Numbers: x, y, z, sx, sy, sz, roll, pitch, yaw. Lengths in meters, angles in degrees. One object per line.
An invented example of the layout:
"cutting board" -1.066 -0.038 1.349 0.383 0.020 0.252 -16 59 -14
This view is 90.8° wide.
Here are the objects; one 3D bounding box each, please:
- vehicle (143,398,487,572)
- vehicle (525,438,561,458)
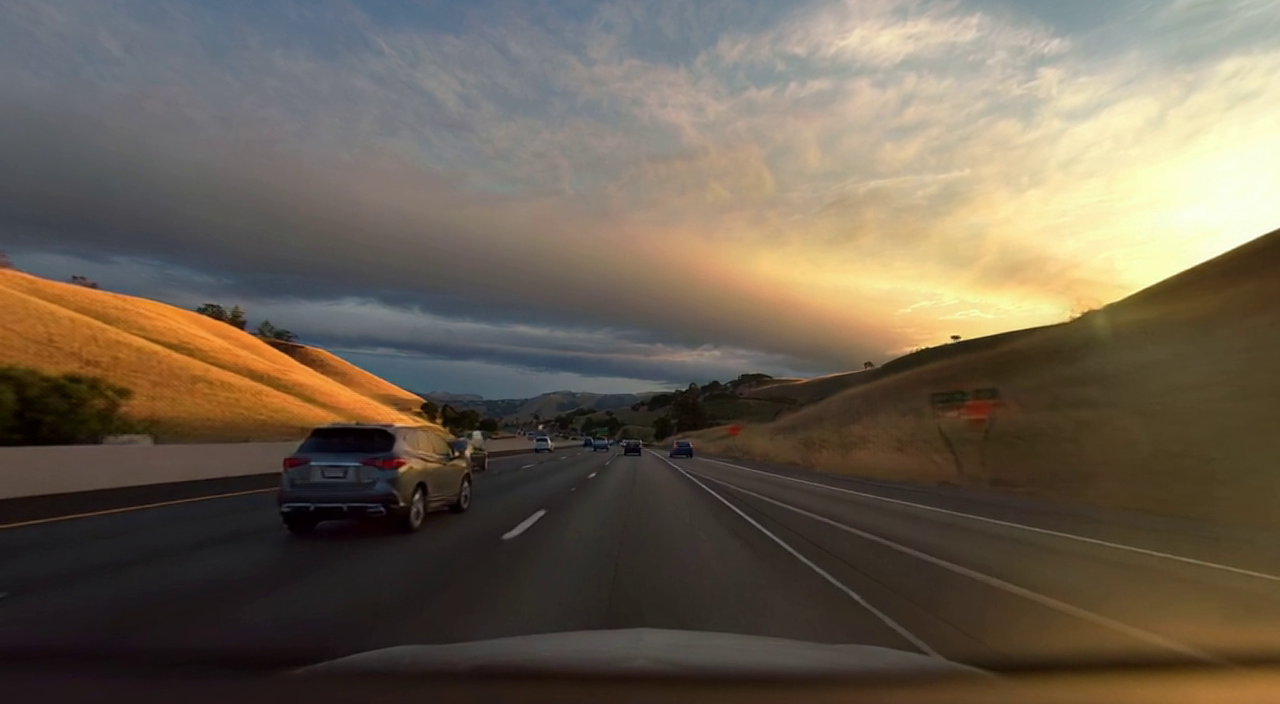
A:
"vehicle" -3.768 1.652 8.606 2.166 1.700 4.661 0 -8 0
"vehicle" -7.450 7.376 48.710 2.020 1.447 4.322 0 -8 1
